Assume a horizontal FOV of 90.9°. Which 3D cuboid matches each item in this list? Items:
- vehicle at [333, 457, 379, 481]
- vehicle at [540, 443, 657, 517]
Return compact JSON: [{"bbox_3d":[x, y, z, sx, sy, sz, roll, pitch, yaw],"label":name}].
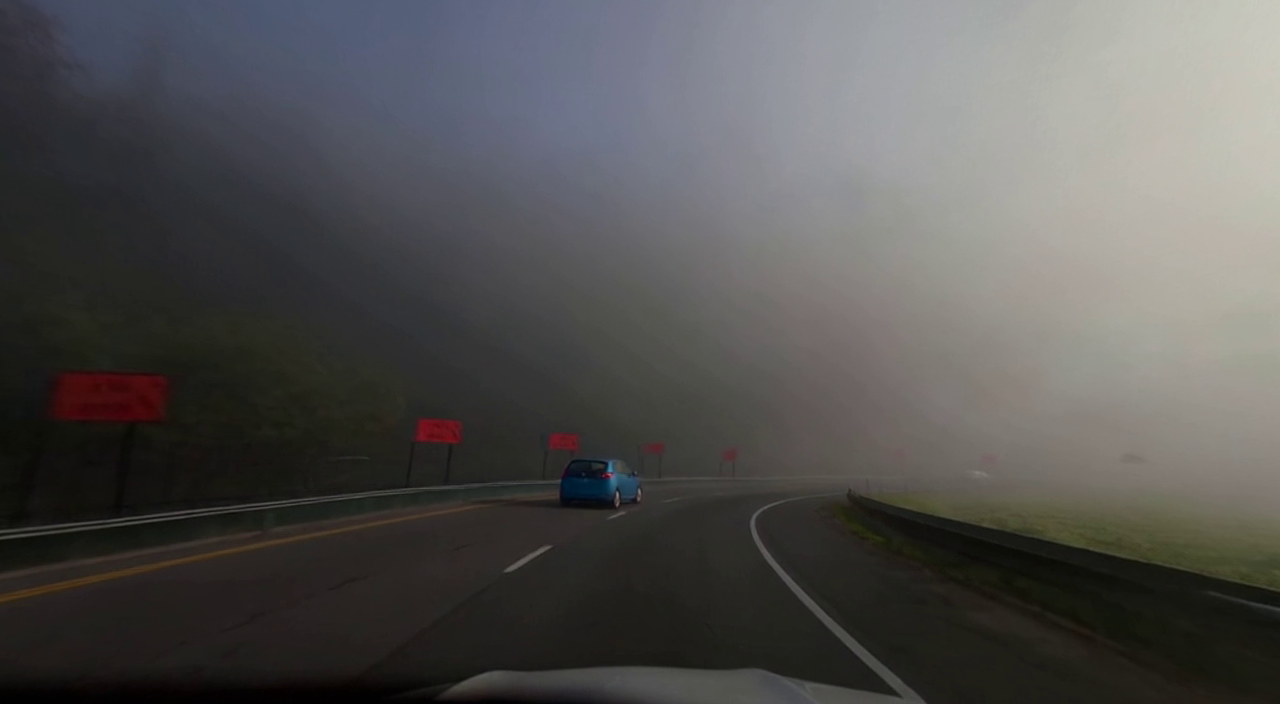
[{"bbox_3d":[-18.774,7.763,41.804,1.758,1.470,3.823,2,-10,-8],"label":"vehicle"},{"bbox_3d":[-0.938,3.415,17.128,1.997,1.692,4.422,-1,-10,12],"label":"vehicle"}]
